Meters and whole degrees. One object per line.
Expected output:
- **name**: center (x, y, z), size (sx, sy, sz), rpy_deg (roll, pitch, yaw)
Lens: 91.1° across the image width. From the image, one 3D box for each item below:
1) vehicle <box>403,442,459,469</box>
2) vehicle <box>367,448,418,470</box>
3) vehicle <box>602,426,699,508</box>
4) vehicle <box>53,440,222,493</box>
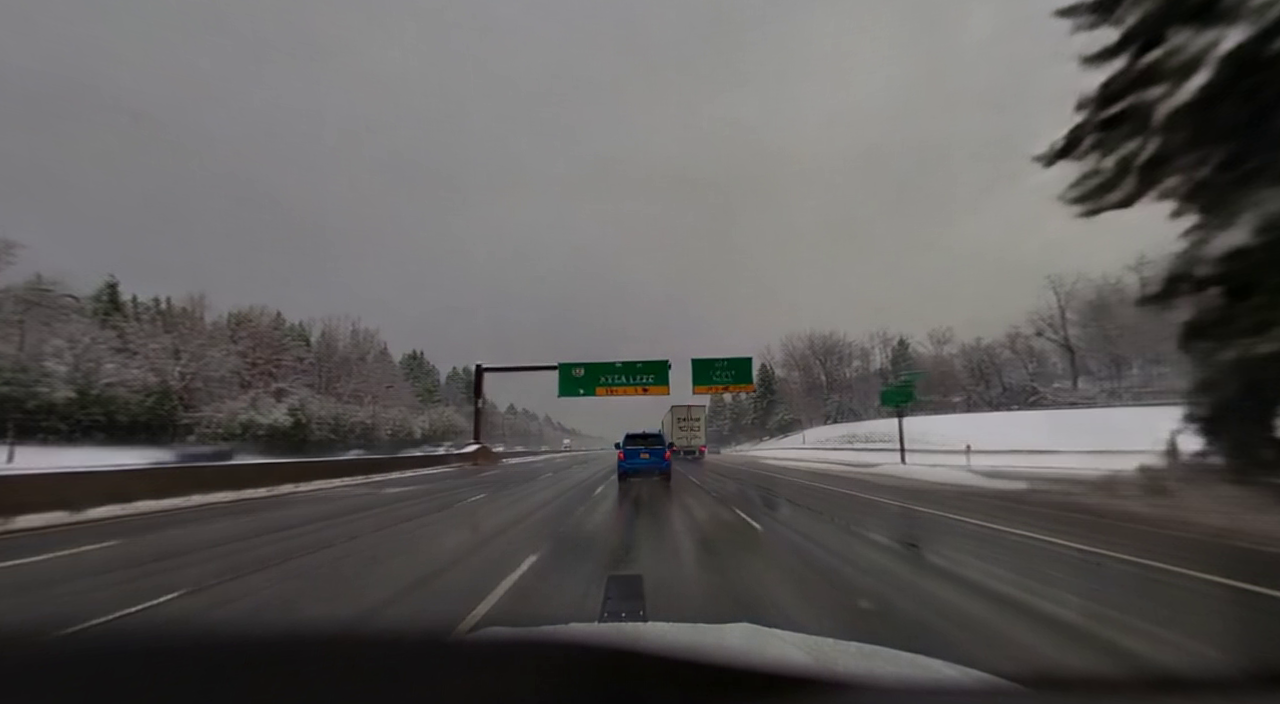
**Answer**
- **vehicle**: center (-15.005, 7.458, 45.413), size (2.097, 1.813, 5.472), rpy_deg (0, -8, 1)
- **vehicle**: center (-18.469, 8.004, 47.049), size (1.971, 1.518, 4.297), rpy_deg (0, -8, 1)
- **vehicle**: center (0.247, 2.757, 15.472), size (2.054, 1.706, 4.201), rpy_deg (0, -8, 1)
- **vehicle**: center (-19.056, 4.319, 24.243), size (2.092, 1.801, 5.217), rpy_deg (0, -8, 1)
